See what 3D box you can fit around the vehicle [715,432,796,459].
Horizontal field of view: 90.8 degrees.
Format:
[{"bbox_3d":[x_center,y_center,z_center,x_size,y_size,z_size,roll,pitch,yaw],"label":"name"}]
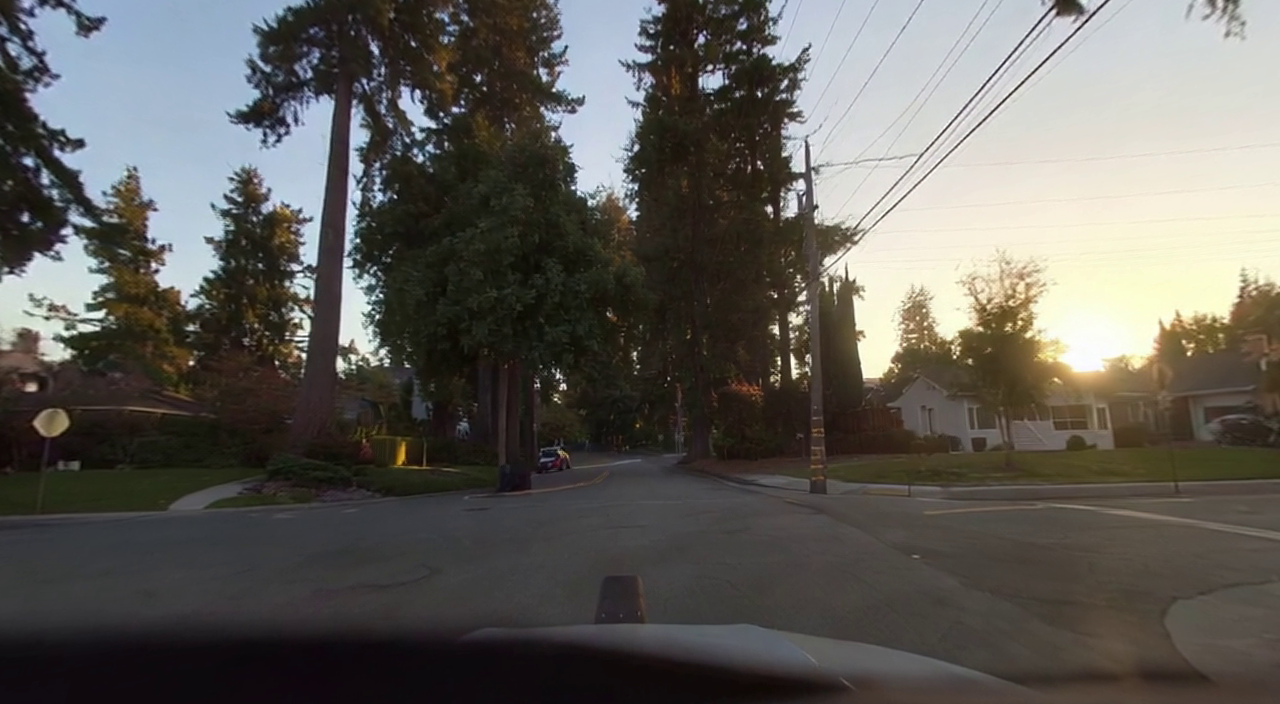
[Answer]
[{"bbox_3d":[7.388,6.020,40.705,4.784,1.647,1.947,0,-8,-5],"label":"vehicle"}]
